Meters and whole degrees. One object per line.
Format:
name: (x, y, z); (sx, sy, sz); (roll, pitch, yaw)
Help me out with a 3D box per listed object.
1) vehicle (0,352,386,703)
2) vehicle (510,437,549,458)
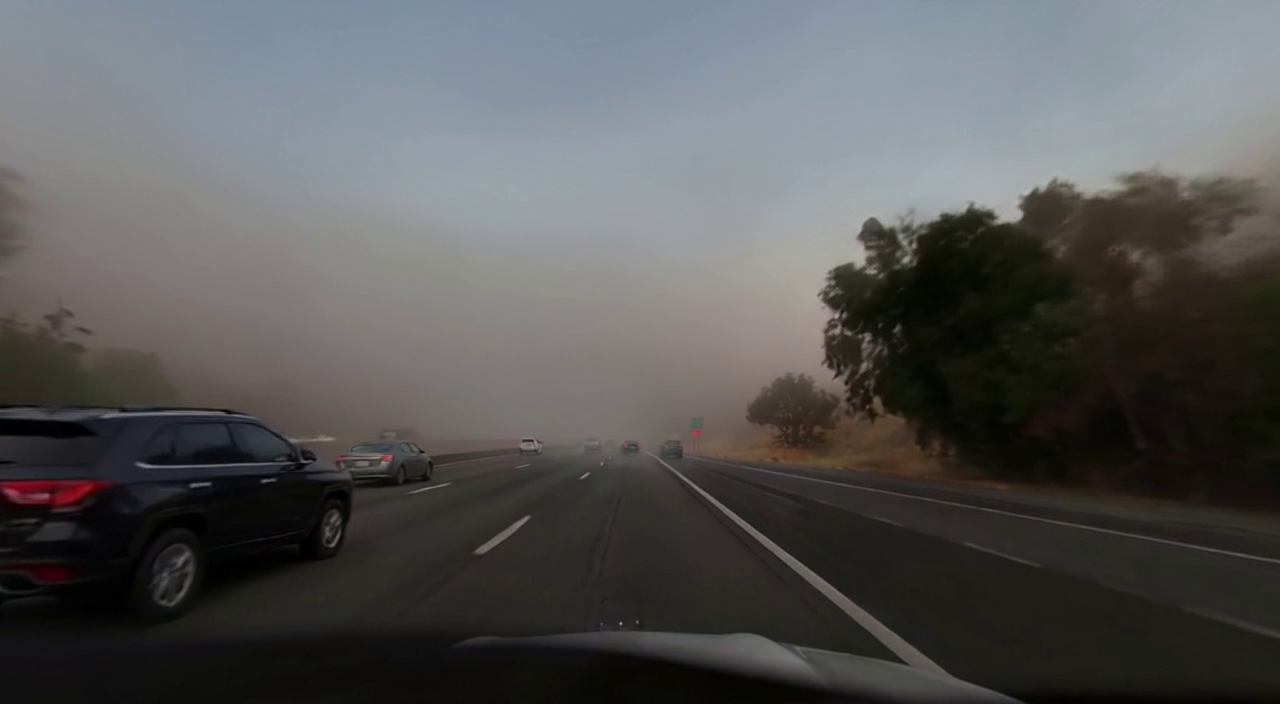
vehicle: (-4.054, 1.154, 4.934); (2.166, 1.700, 4.661); (0, -8, 0)
vehicle: (-7.882, 6.886, 45.535); (2.020, 1.447, 4.322); (0, -8, 0)
